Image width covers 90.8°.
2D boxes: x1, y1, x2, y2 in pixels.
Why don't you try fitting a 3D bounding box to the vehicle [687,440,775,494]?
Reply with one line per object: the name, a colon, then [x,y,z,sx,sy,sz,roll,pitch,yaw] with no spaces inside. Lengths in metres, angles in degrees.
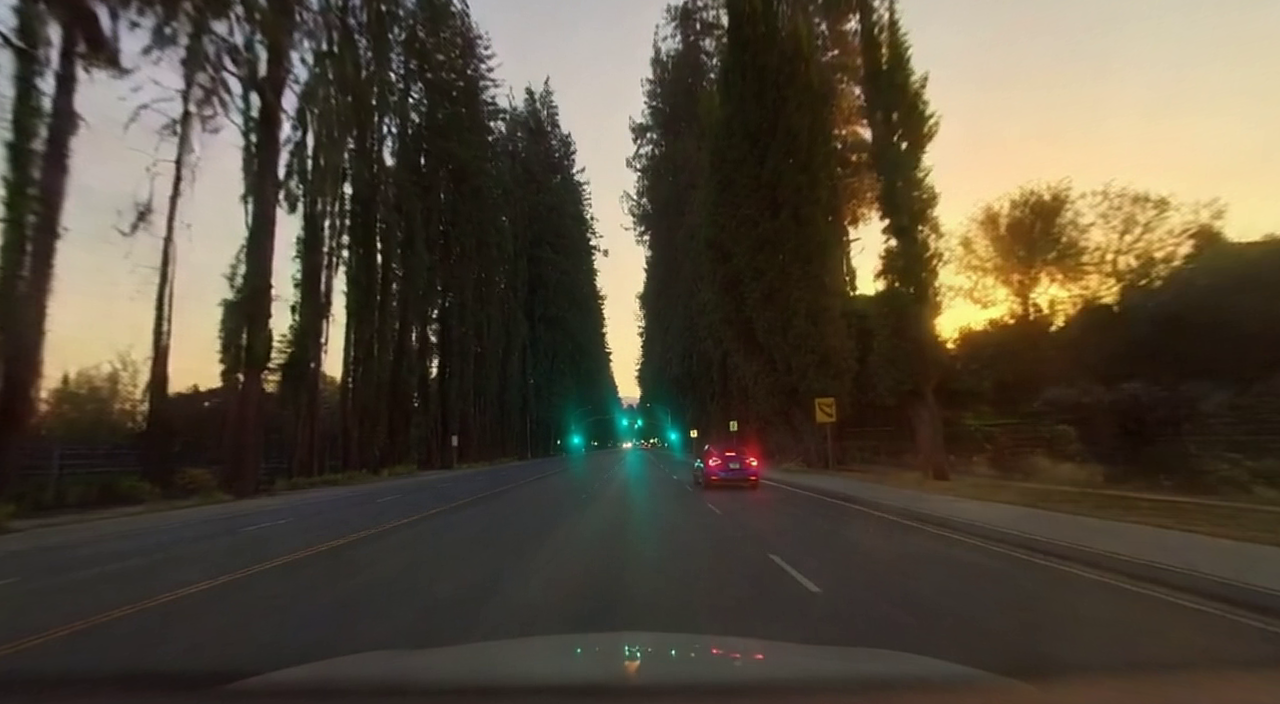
vehicle: [2.706,3.549,19.913,2.042,1.469,4.470,0,-8,-1]
